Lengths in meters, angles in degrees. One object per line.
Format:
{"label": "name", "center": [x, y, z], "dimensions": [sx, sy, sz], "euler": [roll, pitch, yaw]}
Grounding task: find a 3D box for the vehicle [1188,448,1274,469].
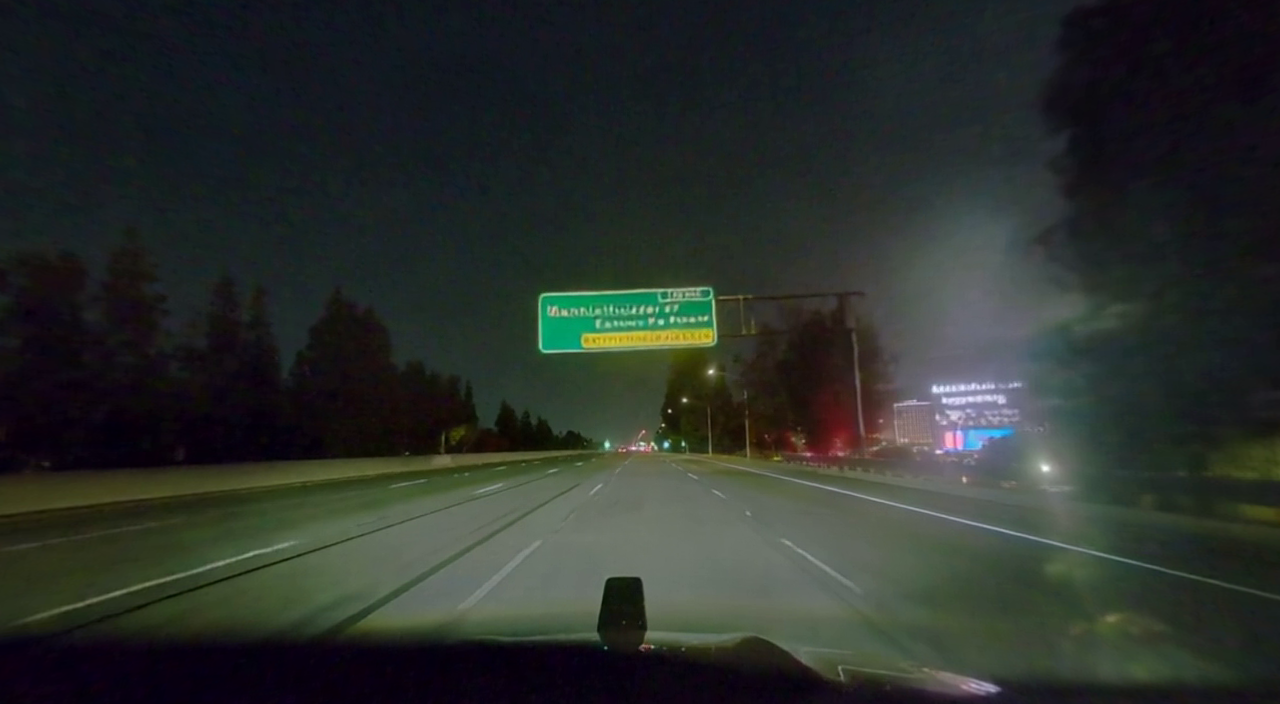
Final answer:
{"label": "vehicle", "center": [42.321, 7.626, 45.237], "dimensions": [1.691, 1.370, 4.014], "euler": [4, -10, -27]}
